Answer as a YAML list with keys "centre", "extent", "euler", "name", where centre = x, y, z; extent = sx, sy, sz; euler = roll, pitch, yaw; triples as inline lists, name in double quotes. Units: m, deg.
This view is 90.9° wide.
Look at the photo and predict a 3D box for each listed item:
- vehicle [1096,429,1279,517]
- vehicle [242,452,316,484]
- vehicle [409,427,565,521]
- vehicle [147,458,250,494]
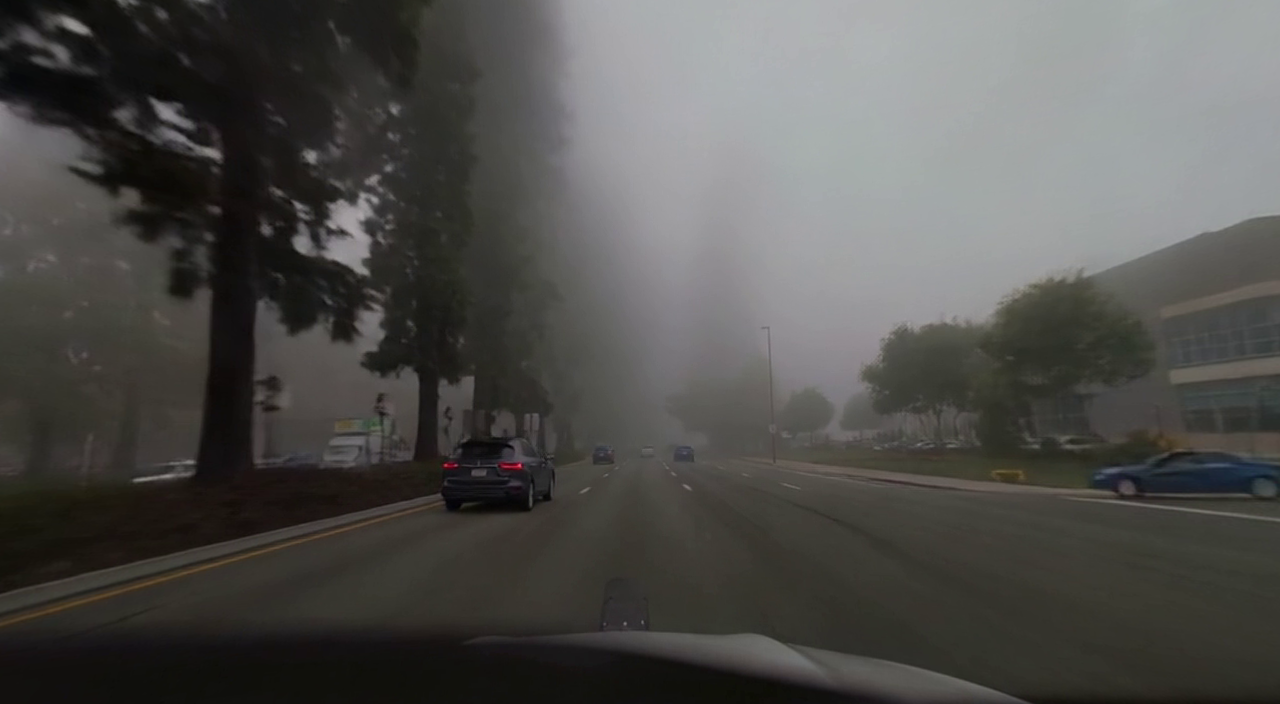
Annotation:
- centre: [12.709, 2.471, 13.205]
  extent: [4.515, 1.599, 1.968]
  euler: [-5, -10, 11]
  name: "vehicle"
- centre: [-22.995, 7.369, 40.439]
  extent: [1.986, 1.826, 5.008]
  euler: [0, -8, -3]
  name: "vehicle"
- centre: [-3.004, 2.512, 13.573]
  extent: [2.121, 1.656, 4.559]
  euler: [0, -8, 1]
  name: "vehicle"
- centre: [-21.350, 5.992, 30.732]
  extent: [1.729, 1.499, 4.579]
  euler: [0, -8, 0]
  name: "vehicle"
